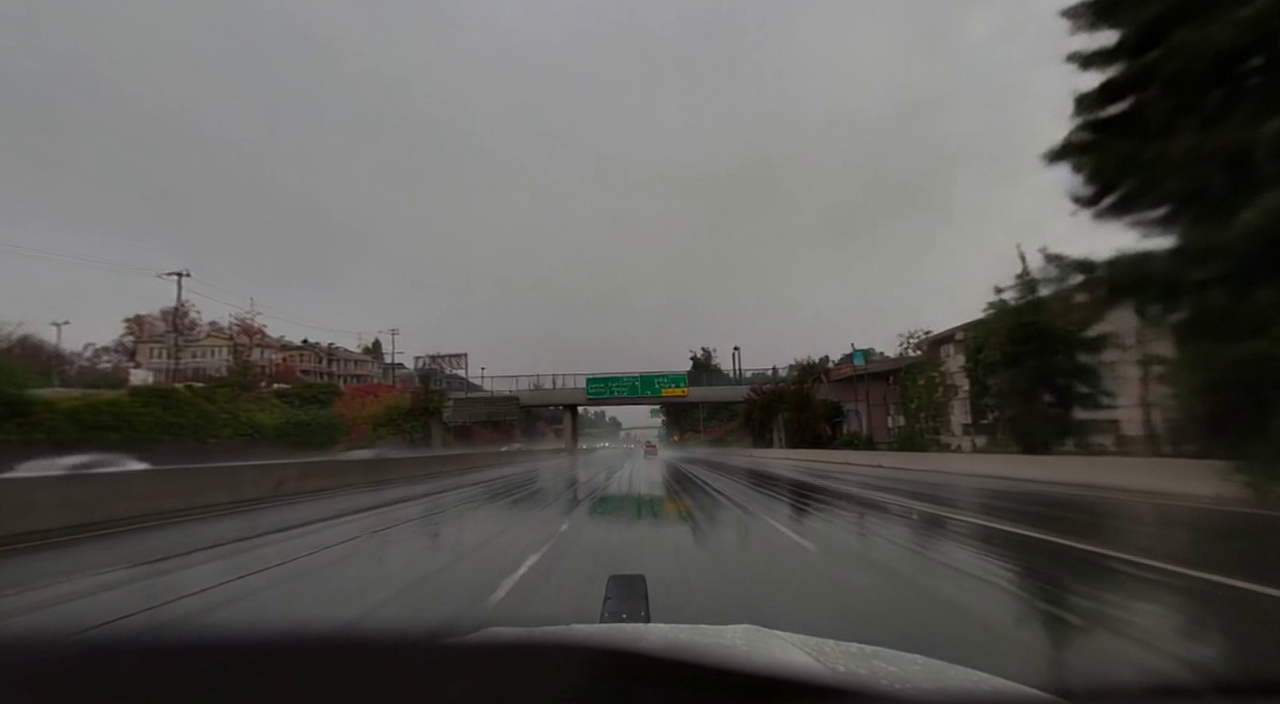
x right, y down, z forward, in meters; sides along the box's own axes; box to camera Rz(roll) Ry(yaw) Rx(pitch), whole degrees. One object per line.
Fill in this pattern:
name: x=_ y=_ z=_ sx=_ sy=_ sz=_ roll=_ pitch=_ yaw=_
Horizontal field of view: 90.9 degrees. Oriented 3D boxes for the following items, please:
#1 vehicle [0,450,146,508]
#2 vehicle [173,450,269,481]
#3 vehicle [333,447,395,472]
vehicle: x=-17.582 y=3.676 z=18.770 sx=2.042 sy=1.464 sz=4.538 roll=-1 pitch=-8 yaw=1
vehicle: x=-21.498 y=5.819 z=32.635 sx=1.848 sy=1.430 sz=4.468 roll=0 pitch=-8 yaw=1
vehicle: x=-17.441 y=6.806 z=40.091 sx=2.011 sy=1.483 sz=4.163 roll=0 pitch=-8 yaw=1
